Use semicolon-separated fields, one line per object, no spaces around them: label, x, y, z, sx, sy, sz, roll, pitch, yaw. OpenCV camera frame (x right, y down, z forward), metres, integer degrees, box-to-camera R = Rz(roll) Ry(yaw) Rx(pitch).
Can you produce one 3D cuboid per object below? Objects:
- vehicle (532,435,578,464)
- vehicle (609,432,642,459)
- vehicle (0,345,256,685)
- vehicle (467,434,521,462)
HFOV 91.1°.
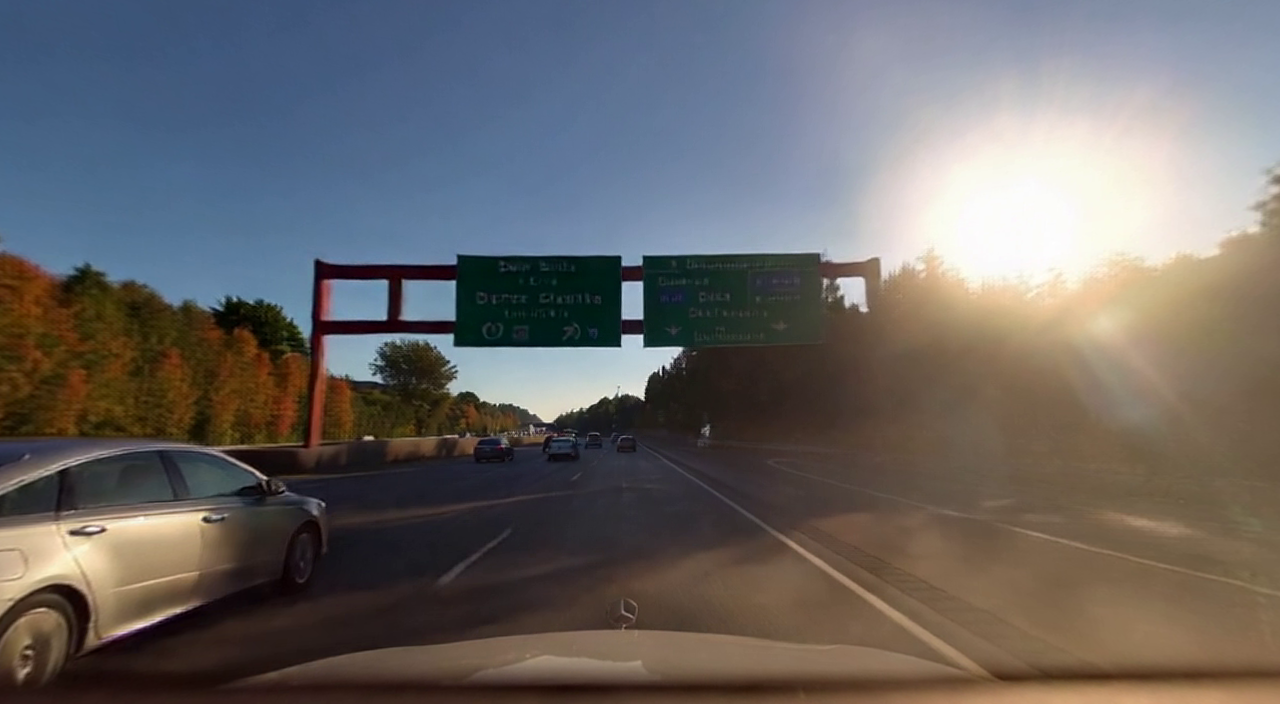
vehicle;-4.461;5.168;33.672;1.909;1.445;4.087;0;-8;0
vehicle;-0.915;5.916;39.992;2.002;1.611;3.778;0;-8;-1
vehicle;-4.447;0.891;3.446;1.971;1.822;4.366;0;-8;-1
vehicle;-8.379;5.533;36.513;1.953;1.524;4.863;0;-8;0
